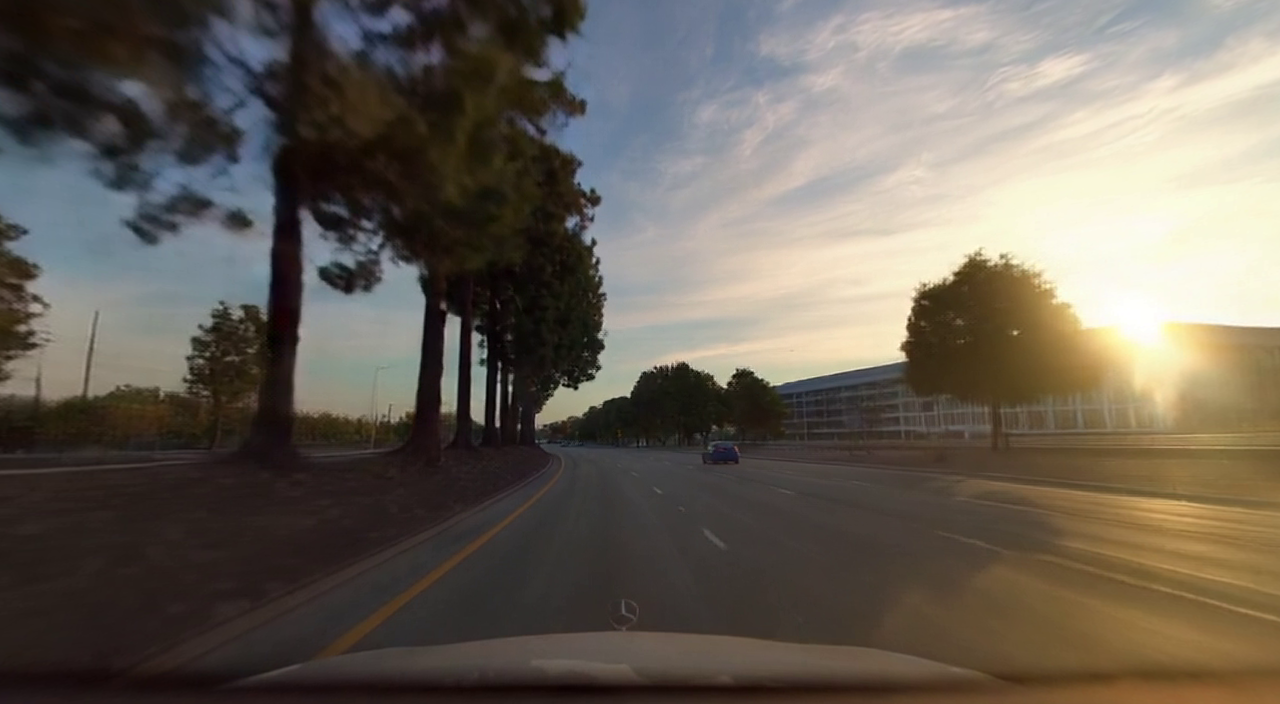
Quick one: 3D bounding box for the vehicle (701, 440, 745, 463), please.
[{"bbox_3d":[5.734,6.937,44.094,1.908,1.483,4.474,1,-9,-9],"label":"vehicle"}]
